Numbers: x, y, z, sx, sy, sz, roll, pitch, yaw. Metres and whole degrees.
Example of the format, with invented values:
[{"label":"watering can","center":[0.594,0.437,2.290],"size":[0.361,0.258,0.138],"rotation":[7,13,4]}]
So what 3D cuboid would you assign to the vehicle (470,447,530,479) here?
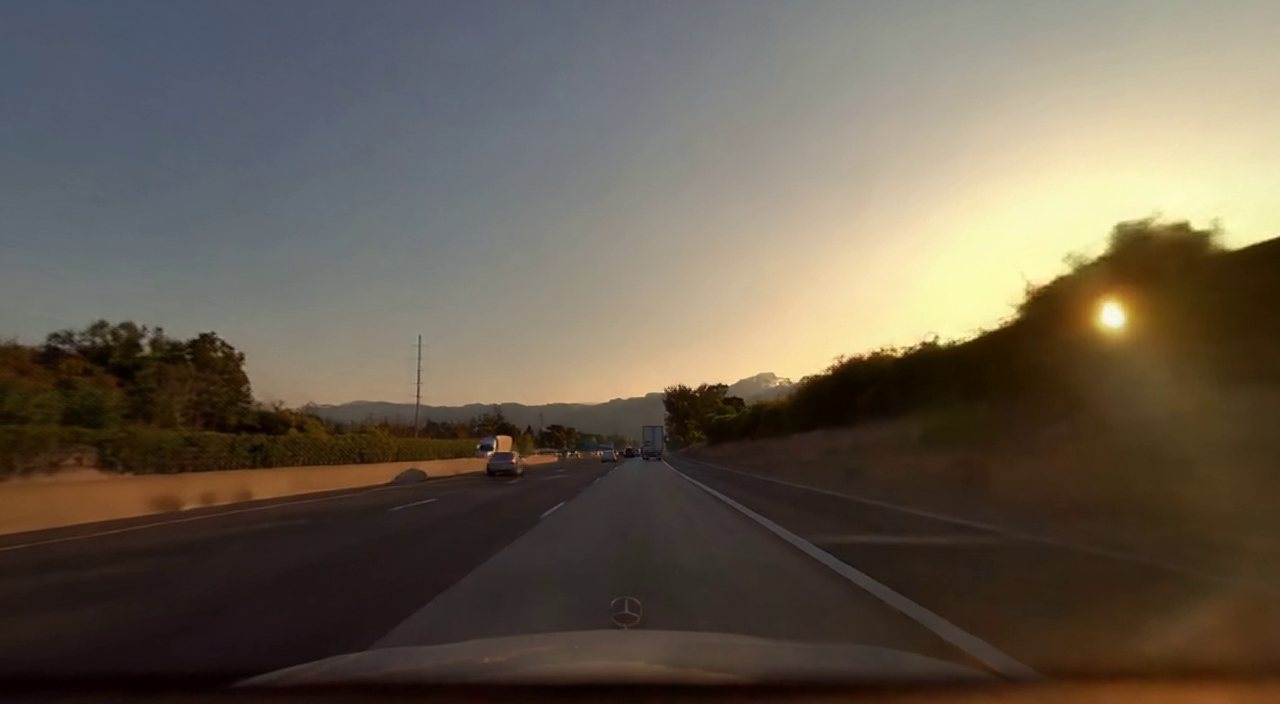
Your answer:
[{"label":"vehicle","center":[-7.210,5.762,32.962],"size":[2.031,1.521,4.503],"rotation":[0,-9,1]}]
